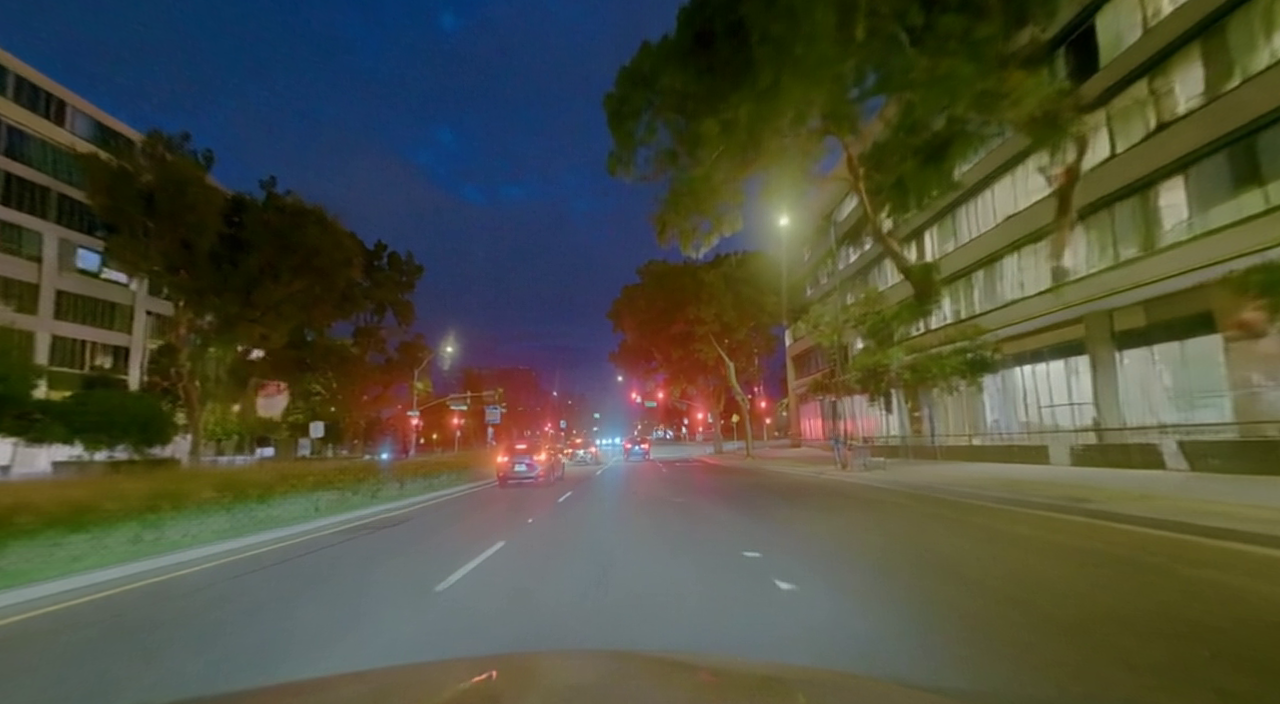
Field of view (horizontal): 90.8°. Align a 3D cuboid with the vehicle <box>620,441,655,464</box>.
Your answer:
[{"bbox_3d":[-0.144,6.433,40.585,2.095,1.438,3.843,0,-8,0],"label":"vehicle"}]

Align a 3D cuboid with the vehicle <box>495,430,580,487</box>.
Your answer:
[{"bbox_3d":[-3.350,3.573,21.566,2.116,1.725,4.315,0,-8,1],"label":"vehicle"}]

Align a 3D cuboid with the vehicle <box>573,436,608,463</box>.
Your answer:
[{"bbox_3d":[-3.490,6.982,45.349,2.152,1.802,4.628,0,-8,0],"label":"vehicle"}]
